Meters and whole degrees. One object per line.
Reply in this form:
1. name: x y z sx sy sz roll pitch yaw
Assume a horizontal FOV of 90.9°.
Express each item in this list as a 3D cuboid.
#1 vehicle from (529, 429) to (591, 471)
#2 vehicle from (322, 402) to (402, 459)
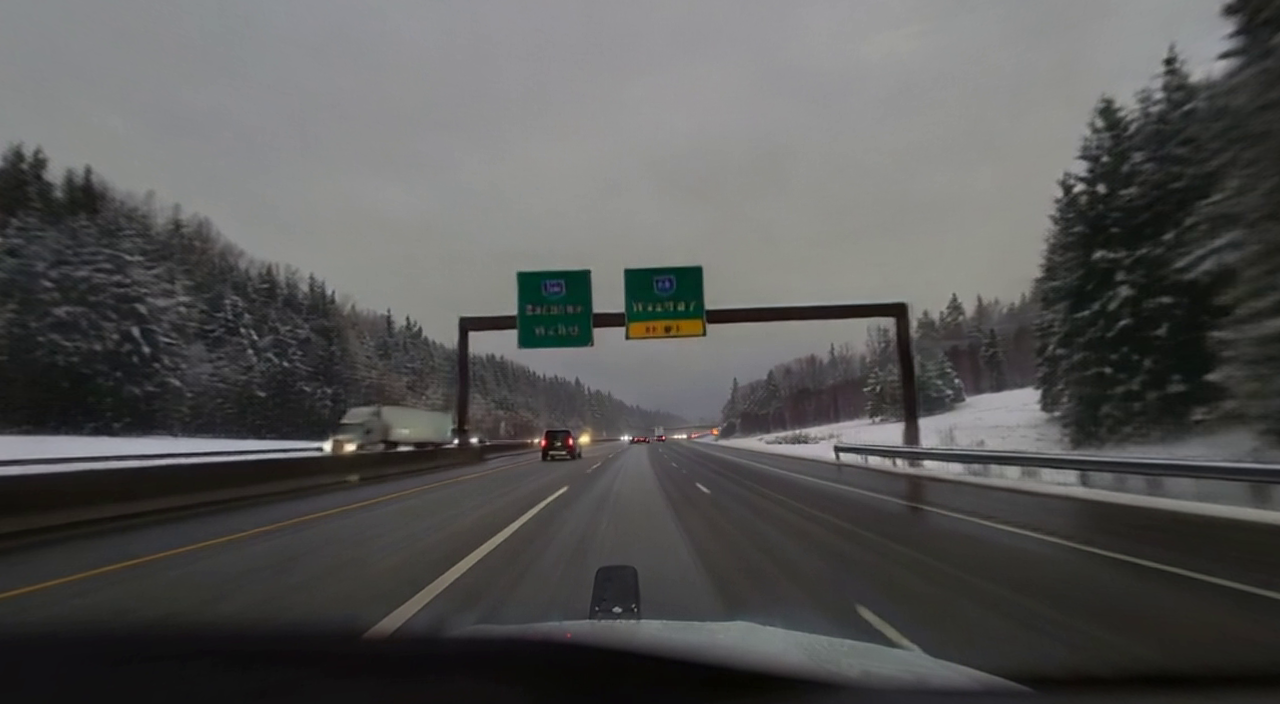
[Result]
1. vehicle: -3.292 4.110 26.699 2.084 1.654 4.080 0 -8 0
2. vehicle: -20.820 5.991 47.659 3.296 4.004 5.827 0 -8 0
